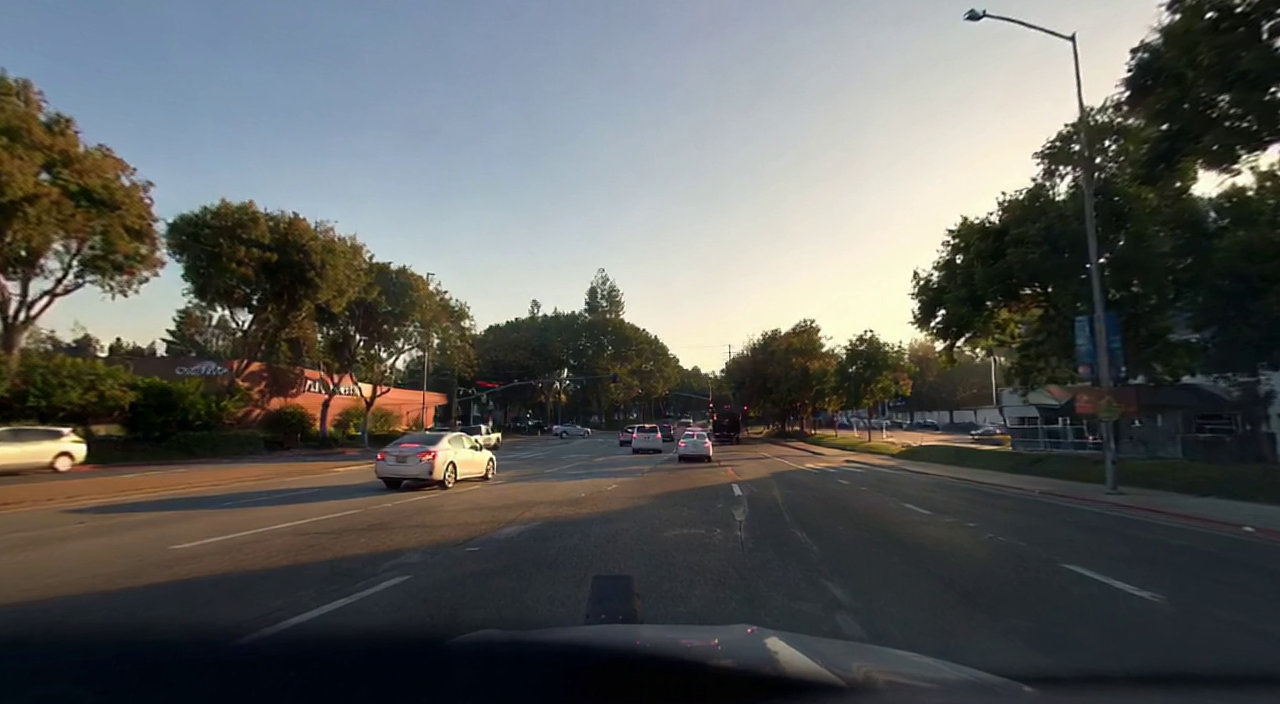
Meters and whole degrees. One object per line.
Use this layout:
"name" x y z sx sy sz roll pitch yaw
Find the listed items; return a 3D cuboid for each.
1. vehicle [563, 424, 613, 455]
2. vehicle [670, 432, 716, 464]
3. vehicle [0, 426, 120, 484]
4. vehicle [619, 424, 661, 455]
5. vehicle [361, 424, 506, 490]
"vehicle" -3.050 5.366 38.375 2.078 1.787 5.006 -1 -9 6
"vehicle" 2.790 4.917 32.372 2.109 1.500 4.585 -1 -9 8
"vehicle" -20.162 3.346 20.636 1.969 1.738 4.539 -1 -9 7
"vehicle" 0.053 5.646 40.476 2.188 1.892 4.488 -1 -9 6
"vehicle" -5.299 2.765 16.865 2.010 1.515 4.152 -1 -9 8
